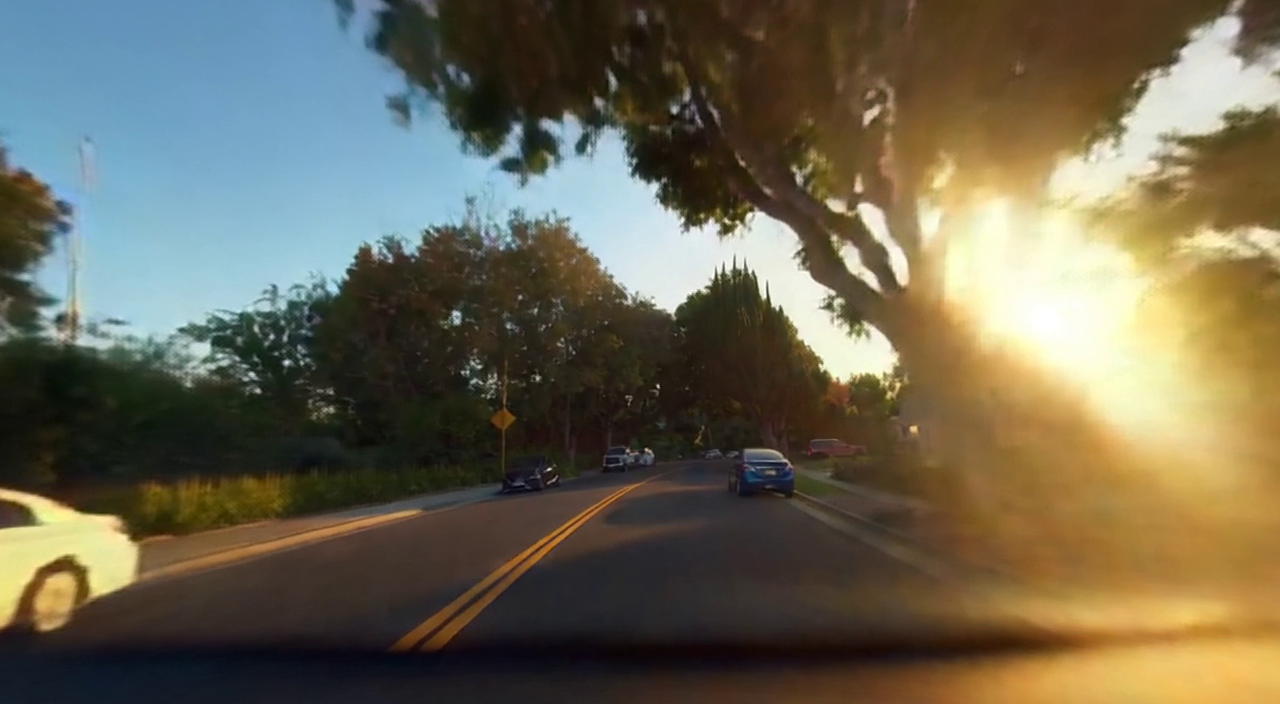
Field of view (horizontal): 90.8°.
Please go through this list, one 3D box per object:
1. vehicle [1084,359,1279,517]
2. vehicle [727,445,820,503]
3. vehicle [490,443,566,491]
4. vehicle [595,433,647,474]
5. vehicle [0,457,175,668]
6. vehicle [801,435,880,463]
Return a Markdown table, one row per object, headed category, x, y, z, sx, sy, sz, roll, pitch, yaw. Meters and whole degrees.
| category | x | y | z | sx | sy | sz | roll | pitch | yaw |
| --- | --- | --- | --- | --- | --- | --- | --- | --- | --- |
| vehicle | 9.406 | 1.147 | 8.561 | 5.009 | 1.906 | 2.046 | -1 | -8 | 5 |
| vehicle | 3.724 | 3.462 | 18.405 | 1.972 | 1.460 | 4.137 | -1 | -8 | 2 |
| vehicle | -4.440 | 4.773 | 25.729 | 2.005 | 1.557 | 4.172 | -3 | -15 | 5 |
| vehicle | -1.271 | 7.435 | 45.534 | 2.334 | 2.126 | 6.444 | -6 | -16 | 10 |
| vehicle | -5.853 | 1.499 | 4.284 | 1.972 | 1.536 | 4.347 | -3 | -15 | 1 |
| vehicle | 14.768 | 7.209 | 46.733 | 5.325 | 1.939 | 2.150 | -3 | -9 | 16 |
